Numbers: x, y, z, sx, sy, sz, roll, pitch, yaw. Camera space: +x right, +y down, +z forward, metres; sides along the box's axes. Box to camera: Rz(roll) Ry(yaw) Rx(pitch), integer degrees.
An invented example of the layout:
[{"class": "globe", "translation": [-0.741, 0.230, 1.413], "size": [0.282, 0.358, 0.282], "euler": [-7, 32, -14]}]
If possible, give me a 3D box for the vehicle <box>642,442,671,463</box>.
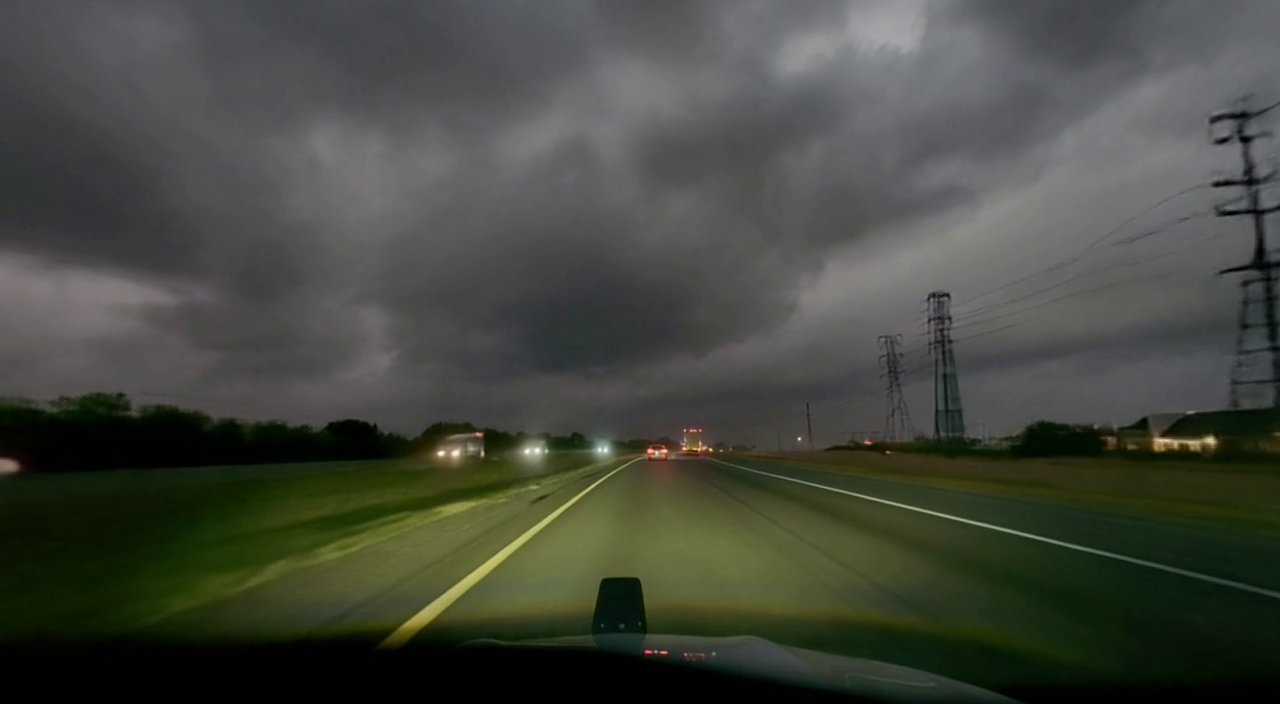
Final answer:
[{"class": "vehicle", "translation": [1.291, 7.825, 49.108], "size": [2.192, 1.556, 4.132], "euler": [-1, -8, 1]}]
